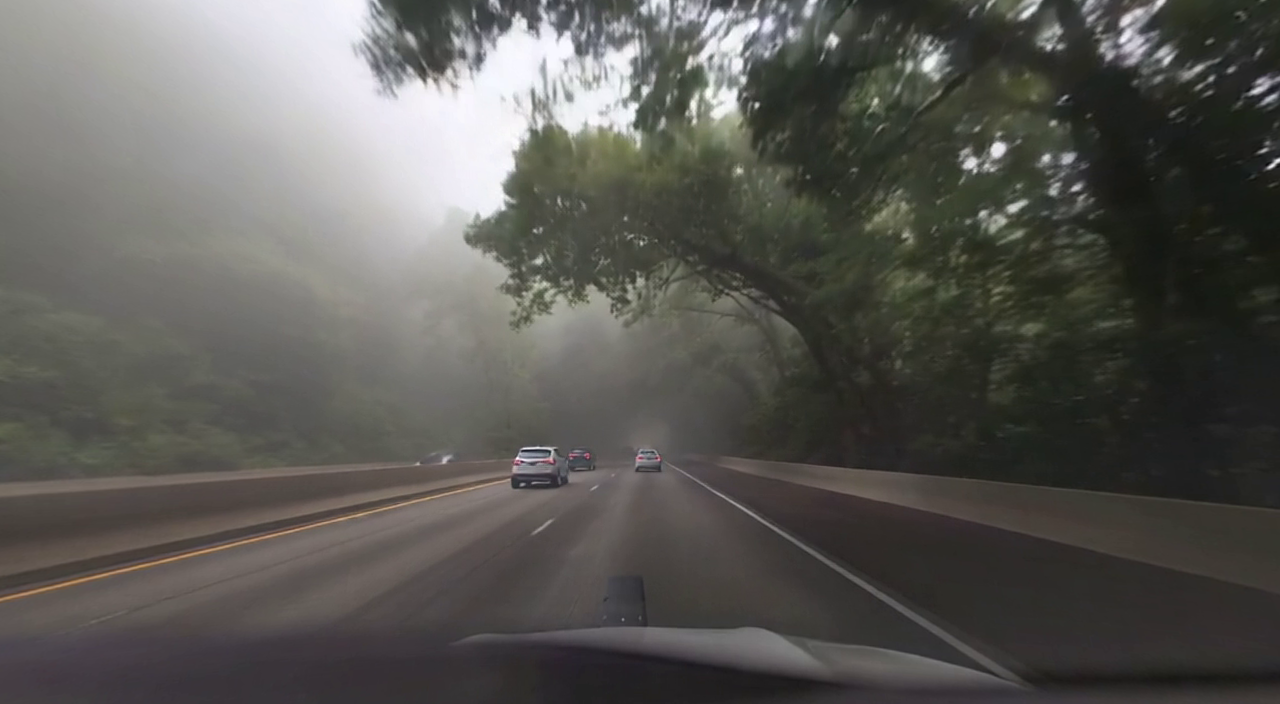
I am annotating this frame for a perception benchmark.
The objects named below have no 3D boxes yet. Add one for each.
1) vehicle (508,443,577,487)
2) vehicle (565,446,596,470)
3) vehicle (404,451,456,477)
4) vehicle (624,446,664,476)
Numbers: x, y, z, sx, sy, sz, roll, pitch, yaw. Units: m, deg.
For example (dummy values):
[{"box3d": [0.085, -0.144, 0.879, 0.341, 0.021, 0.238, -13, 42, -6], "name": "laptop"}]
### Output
[{"box3d": [-3.616, 4.266, 24.018, 1.978, 1.538, 3.755, 0, -9, 1], "name": "vehicle"}, {"box3d": [-4.189, 7.499, 44.859, 1.834, 1.615, 3.624, 0, -9, 1], "name": "vehicle"}, {"box3d": [-12.249, 6.542, 36.963, 1.733, 1.407, 3.713, 0, -9, 0], "name": "vehicle"}, {"box3d": [0.205, 5.778, 33.608, 2.001, 1.490, 3.914, 0, -9, 0], "name": "vehicle"}]
